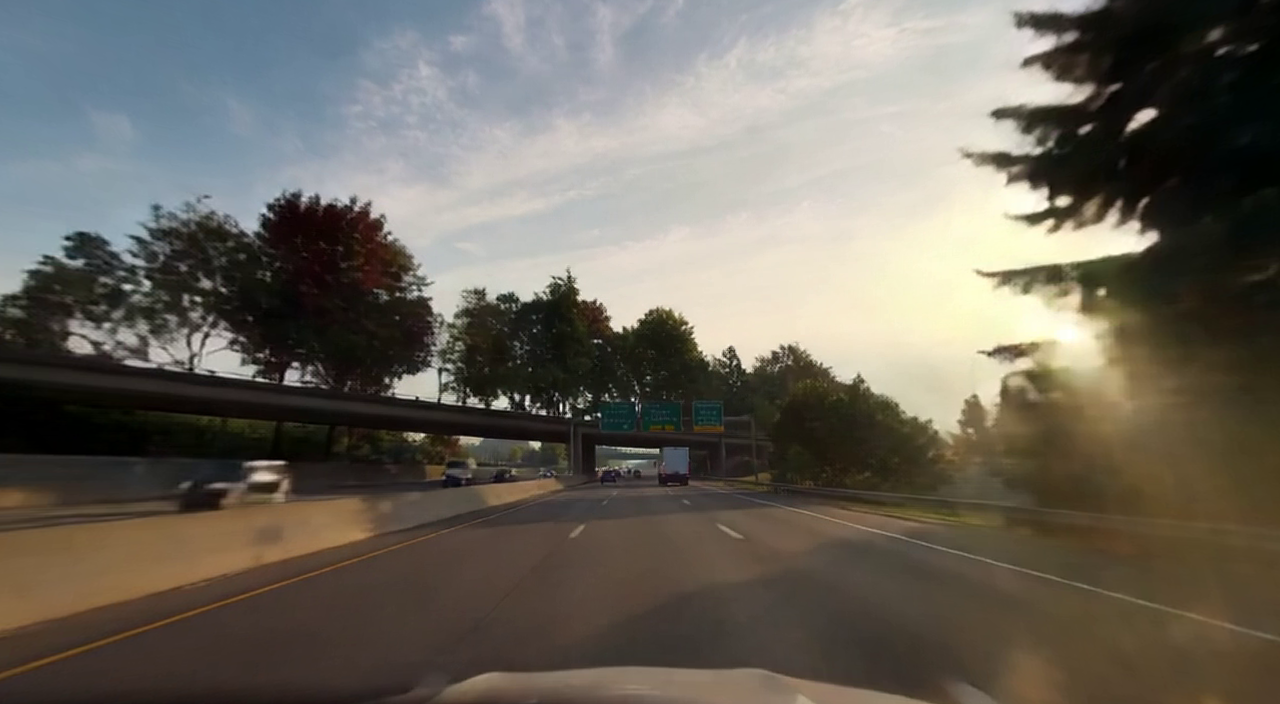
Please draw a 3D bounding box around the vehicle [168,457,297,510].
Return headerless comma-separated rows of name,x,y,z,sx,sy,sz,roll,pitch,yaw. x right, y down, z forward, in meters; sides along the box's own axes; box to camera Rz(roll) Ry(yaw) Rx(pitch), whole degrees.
vehicle,-16.895,5.462,26.509,2.129,1.947,4.811,1,-10,0
